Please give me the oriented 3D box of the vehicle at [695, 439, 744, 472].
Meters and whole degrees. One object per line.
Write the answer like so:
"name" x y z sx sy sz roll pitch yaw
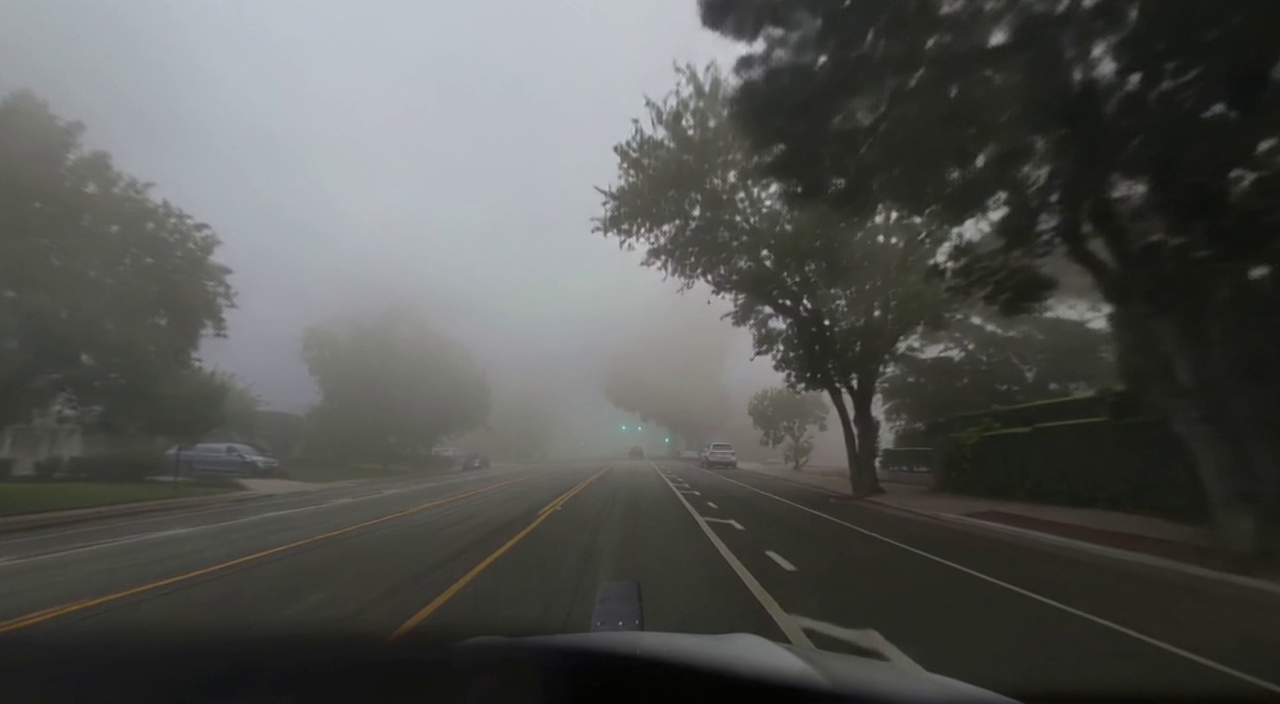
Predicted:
"vehicle" 4.649 6.162 37.800 2.180 1.782 4.790 0 -8 -2

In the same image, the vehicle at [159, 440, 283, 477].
"vehicle" -21.193 5.393 32.110 4.853 1.754 2.095 -1 -8 3

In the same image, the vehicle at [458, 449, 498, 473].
"vehicle" -12.444 8.368 48.857 1.939 1.537 4.197 -3 -7 0
